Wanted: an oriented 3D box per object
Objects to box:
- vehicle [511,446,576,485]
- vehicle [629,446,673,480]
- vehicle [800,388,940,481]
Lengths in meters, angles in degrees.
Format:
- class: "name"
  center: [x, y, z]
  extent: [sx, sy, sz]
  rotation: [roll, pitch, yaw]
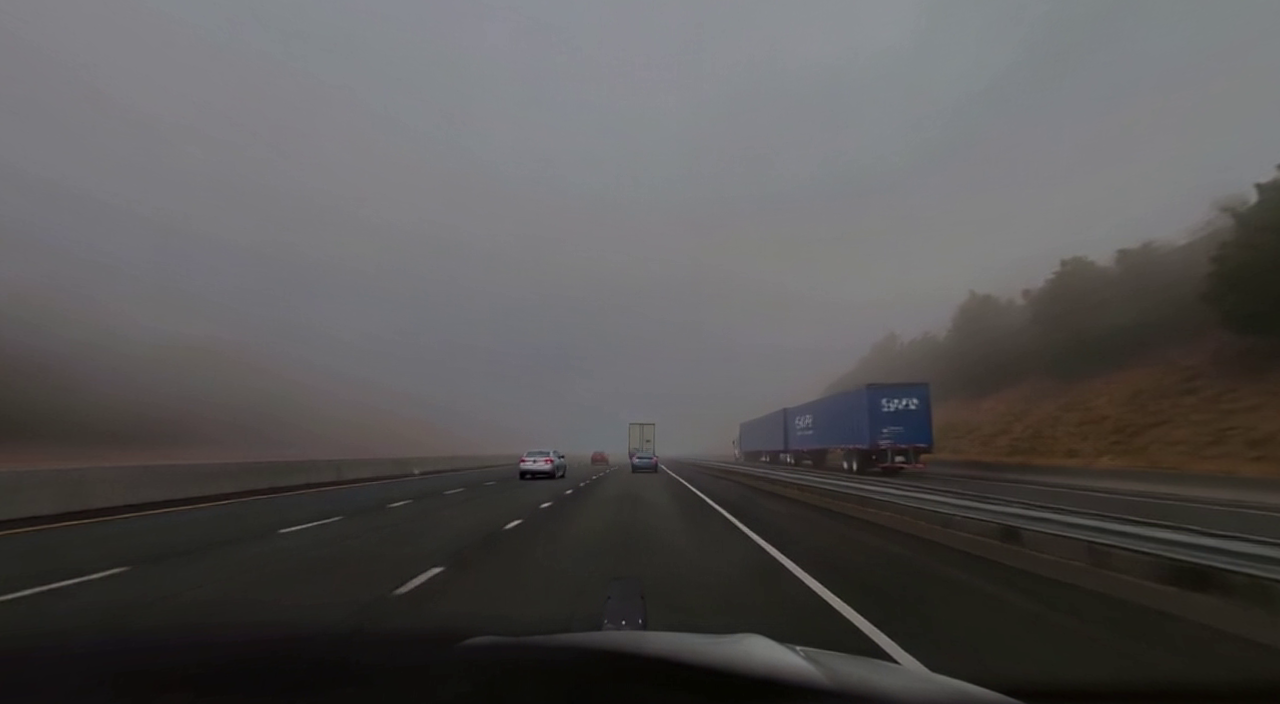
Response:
- class: "vehicle"
  center: [-3.986, 4.777, 26.876]
  extent: [2.018, 1.504, 4.431]
  rotation: [0, -9, 1]
- class: "vehicle"
  center: [0.463, 5.265, 30.034]
  extent: [1.991, 1.507, 3.391]
  rotation: [0, -9, -1]
- class: "vehicle"
  center: [11.886, 4.677, 34.713]
  extent: [2.926, 4.094, 13.856]
  rotation: [0, -9, 2]
